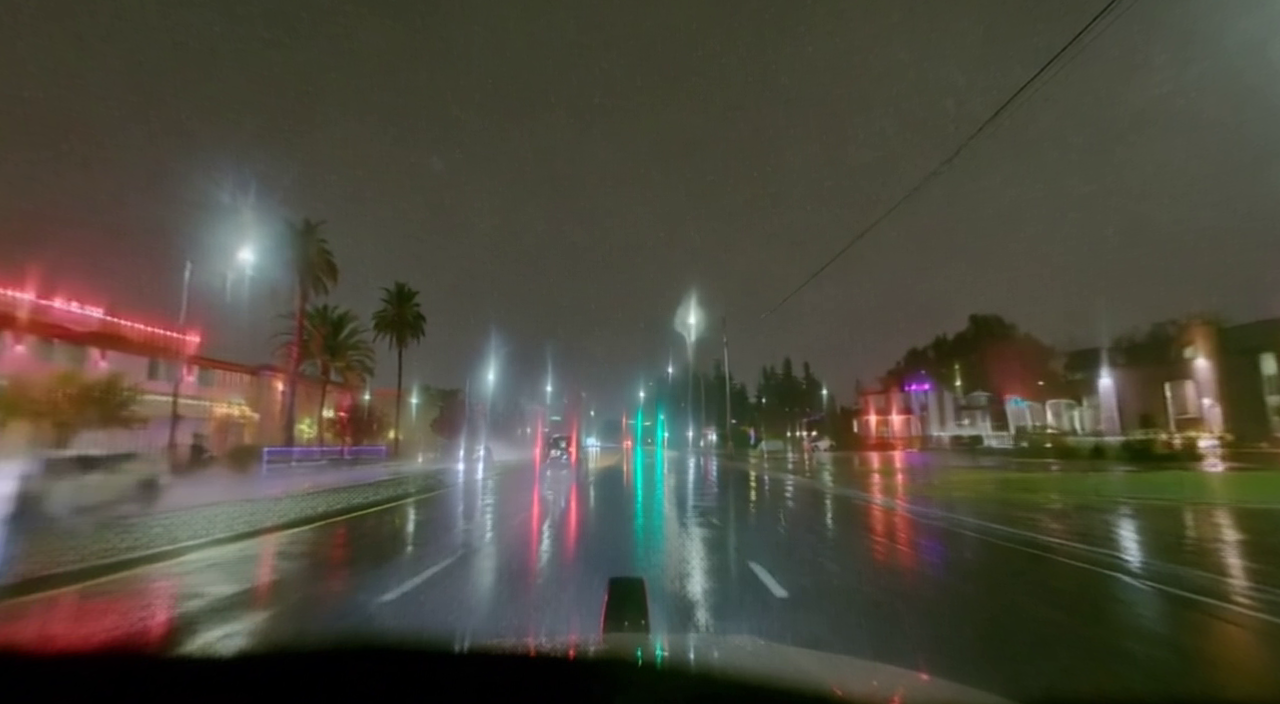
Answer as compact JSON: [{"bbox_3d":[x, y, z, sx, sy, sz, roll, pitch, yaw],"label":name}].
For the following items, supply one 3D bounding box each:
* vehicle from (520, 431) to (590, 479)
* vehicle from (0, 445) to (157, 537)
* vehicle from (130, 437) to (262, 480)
[{"bbox_3d":[-3.208,4.021,24.904,2.062,1.693,4.669,0,-8,1],"label":"vehicle"},{"bbox_3d":[-11.347,2.426,11.369,1.930,1.480,4.115,0,-8,1],"label":"vehicle"},{"bbox_3d":[-22.432,5.402,32.281,2.452,1.859,5.964,-3,-9,-1],"label":"vehicle"}]
